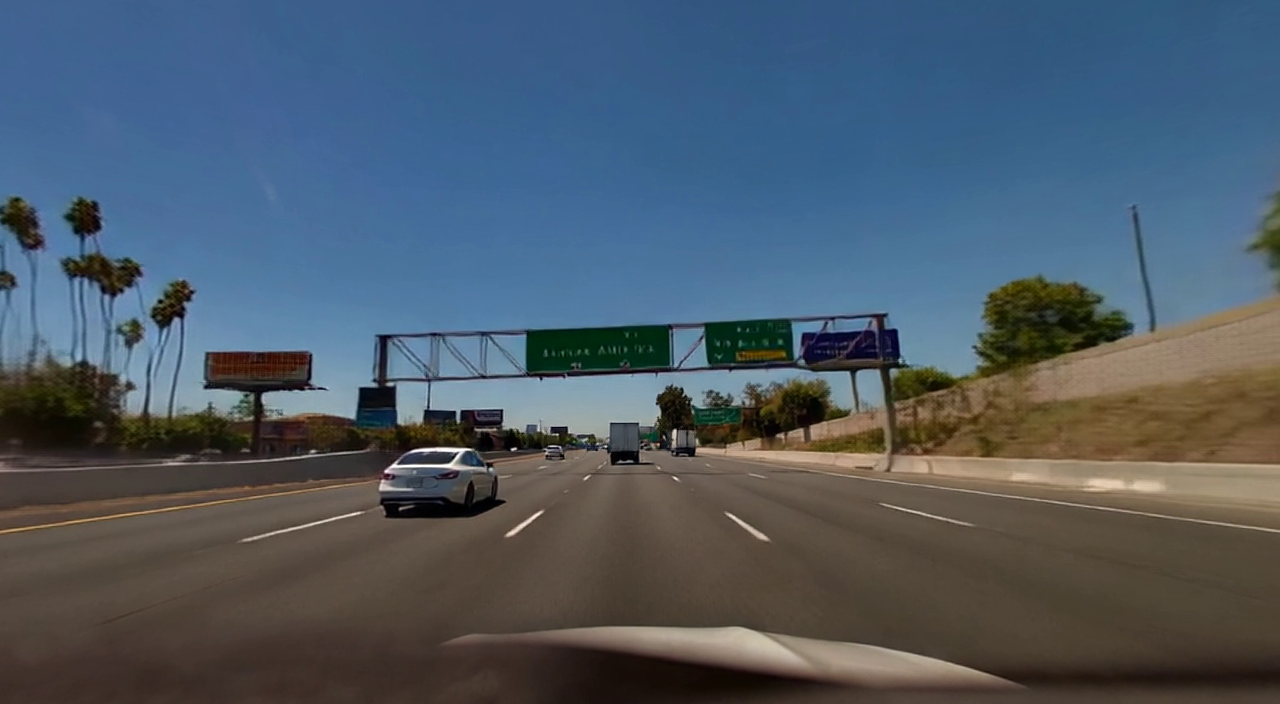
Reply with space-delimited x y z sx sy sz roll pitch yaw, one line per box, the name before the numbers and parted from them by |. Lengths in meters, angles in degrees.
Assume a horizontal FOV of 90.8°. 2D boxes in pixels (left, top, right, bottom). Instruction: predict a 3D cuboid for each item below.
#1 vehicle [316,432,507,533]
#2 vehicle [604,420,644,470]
vehicle | -4.179 2.457 12.598 2.021 1.598 4.887 0 -8 -1
vehicle | -1.033 5.958 40.432 2.364 2.953 6.495 0 -8 -2
